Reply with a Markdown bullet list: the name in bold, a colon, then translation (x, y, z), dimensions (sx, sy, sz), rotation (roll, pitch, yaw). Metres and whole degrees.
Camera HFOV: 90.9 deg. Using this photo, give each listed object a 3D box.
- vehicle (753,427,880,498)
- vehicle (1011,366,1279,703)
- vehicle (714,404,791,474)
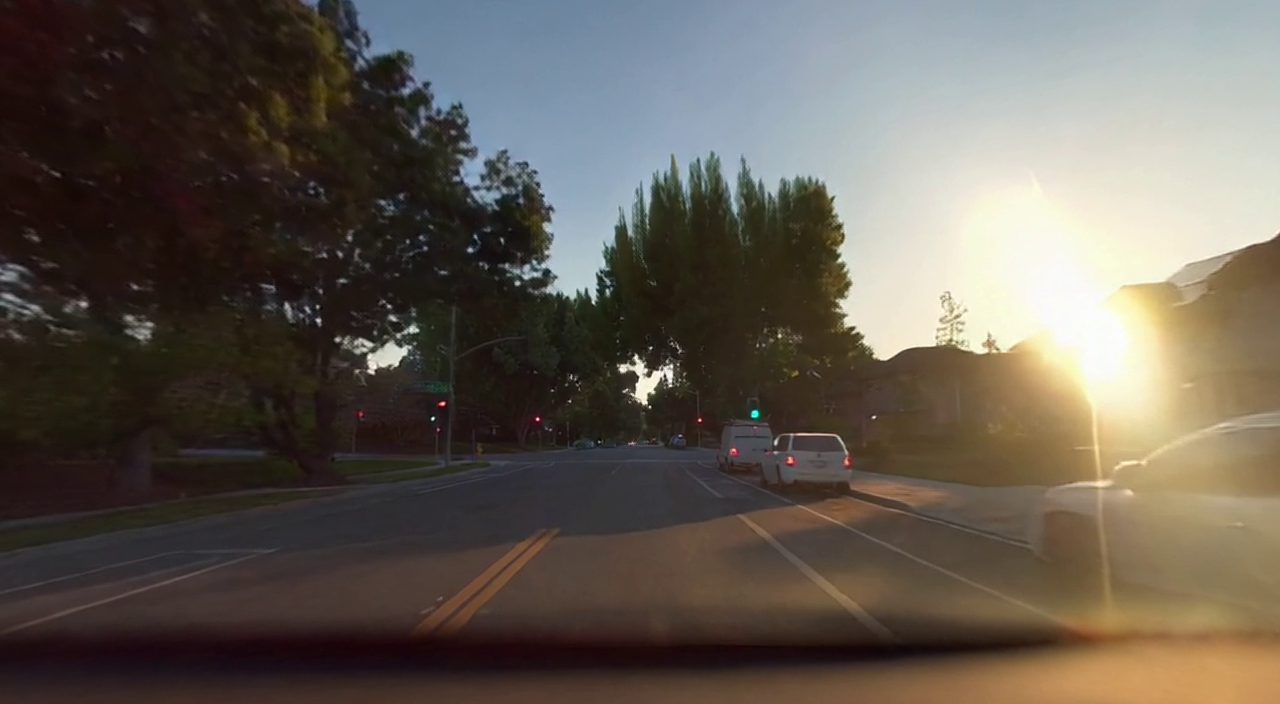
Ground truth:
- **vehicle**: translation (4.719, 3.027, 17.719), dimensions (2.202, 1.712, 4.813), rotation (0, -8, 1)
- **vehicle**: translation (4.559, 0.983, 3.278), dimensions (2.279, 1.829, 4.859), rotation (0, -8, 0)
- **vehicle**: translation (4.893, 3.917, 28.324), dimensions (2.398, 2.806, 4.857), rotation (0, -8, -1)
